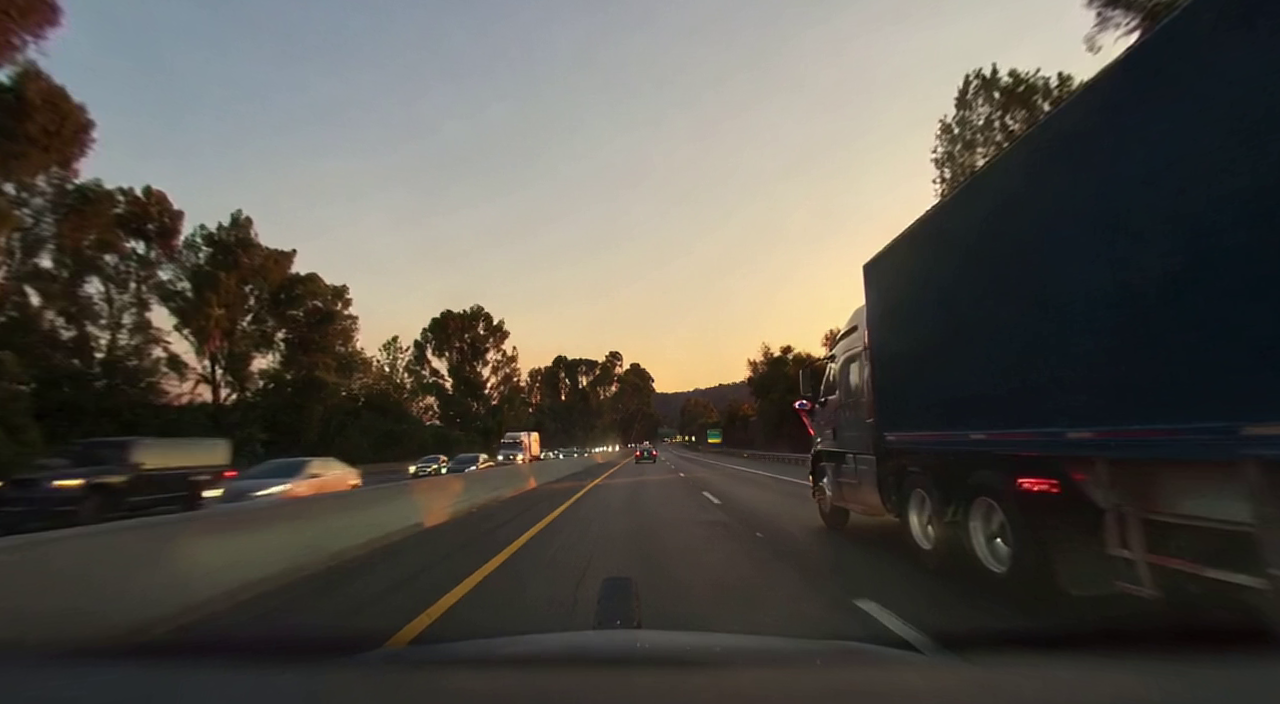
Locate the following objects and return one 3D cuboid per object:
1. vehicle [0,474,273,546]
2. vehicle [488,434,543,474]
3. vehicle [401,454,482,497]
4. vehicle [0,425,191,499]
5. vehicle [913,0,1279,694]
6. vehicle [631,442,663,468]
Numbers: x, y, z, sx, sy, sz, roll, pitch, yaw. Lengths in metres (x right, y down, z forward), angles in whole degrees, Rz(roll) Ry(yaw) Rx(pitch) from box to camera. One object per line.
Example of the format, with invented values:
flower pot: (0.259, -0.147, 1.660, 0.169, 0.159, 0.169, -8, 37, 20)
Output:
vehicle: (-13.199, 3.698, 15.555, 2.836, 1.034, 8.894, 0, -9, 1)
vehicle: (-8.923, 7.425, 45.758, 2.380, 2.679, 7.252, -1, -9, 1)
vehicle: (-7.756, 4.829, 24.867, 1.876, 1.494, 3.756, -1, -9, 2)
vehicle: (-13.093, 2.581, 14.467, 1.880, 1.405, 4.741, -3, -10, 2)
vehicle: (4.742, -0.679, 0.233, 2.833, 3.888, 14.000, 0, -9, -1)
vehicle: (0.498, 7.056, 43.078, 2.098, 1.692, 4.038, 0, -9, 0)
